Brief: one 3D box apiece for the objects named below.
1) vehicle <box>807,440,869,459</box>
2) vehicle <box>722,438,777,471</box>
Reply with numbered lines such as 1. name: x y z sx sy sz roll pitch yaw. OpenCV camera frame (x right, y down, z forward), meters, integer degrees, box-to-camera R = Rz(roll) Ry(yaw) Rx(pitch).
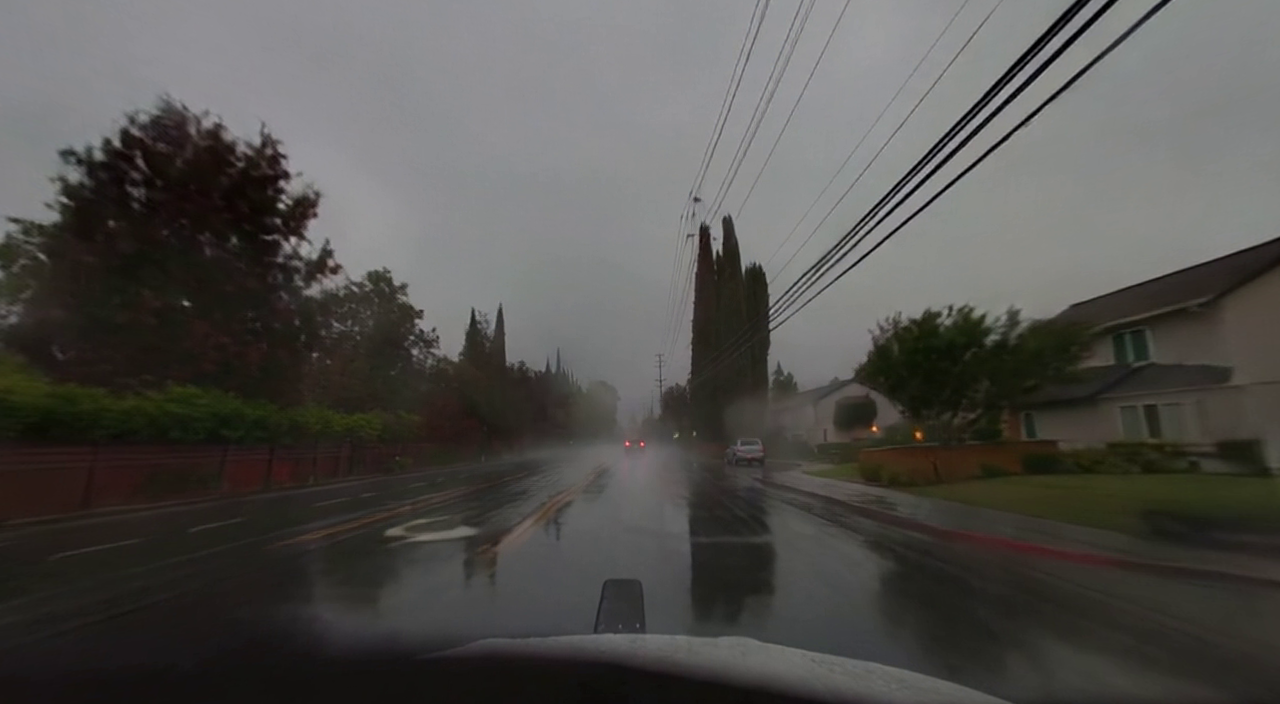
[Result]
1. vehicle: 14.968 7.383 47.670 4.034 1.403 1.821 0 -9 -2
2. vehicle: 5.918 5.606 34.606 2.039 1.637 4.782 0 -8 -1
